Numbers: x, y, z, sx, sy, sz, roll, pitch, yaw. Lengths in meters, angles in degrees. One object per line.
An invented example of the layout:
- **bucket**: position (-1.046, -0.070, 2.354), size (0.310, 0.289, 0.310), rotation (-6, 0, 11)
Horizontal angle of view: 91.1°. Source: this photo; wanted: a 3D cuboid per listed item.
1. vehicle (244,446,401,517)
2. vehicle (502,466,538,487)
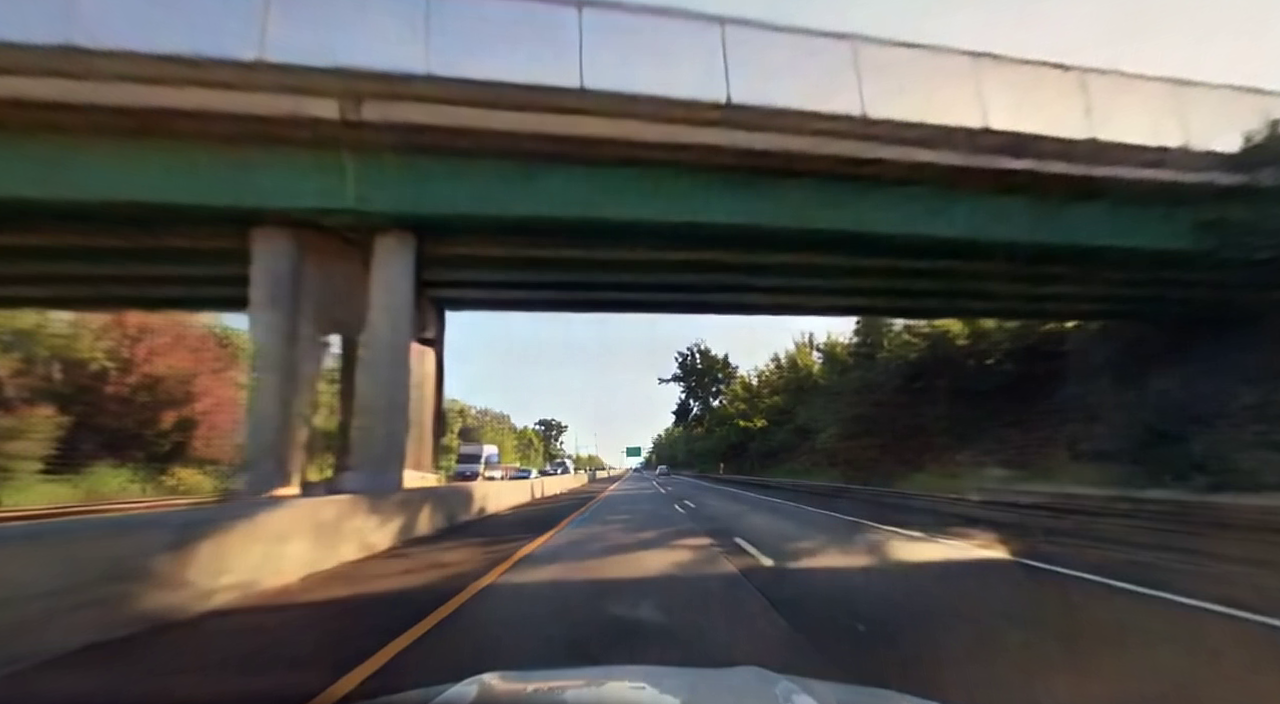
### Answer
- **vehicle**: position (-9.085, 3.779, 18.580), size (2.142, 1.773, 4.793), rotation (1, -10, -1)
- **vehicle**: position (-9.230, 9.613, 48.606), size (1.919, 1.507, 3.887), rotation (1, -10, 1)
